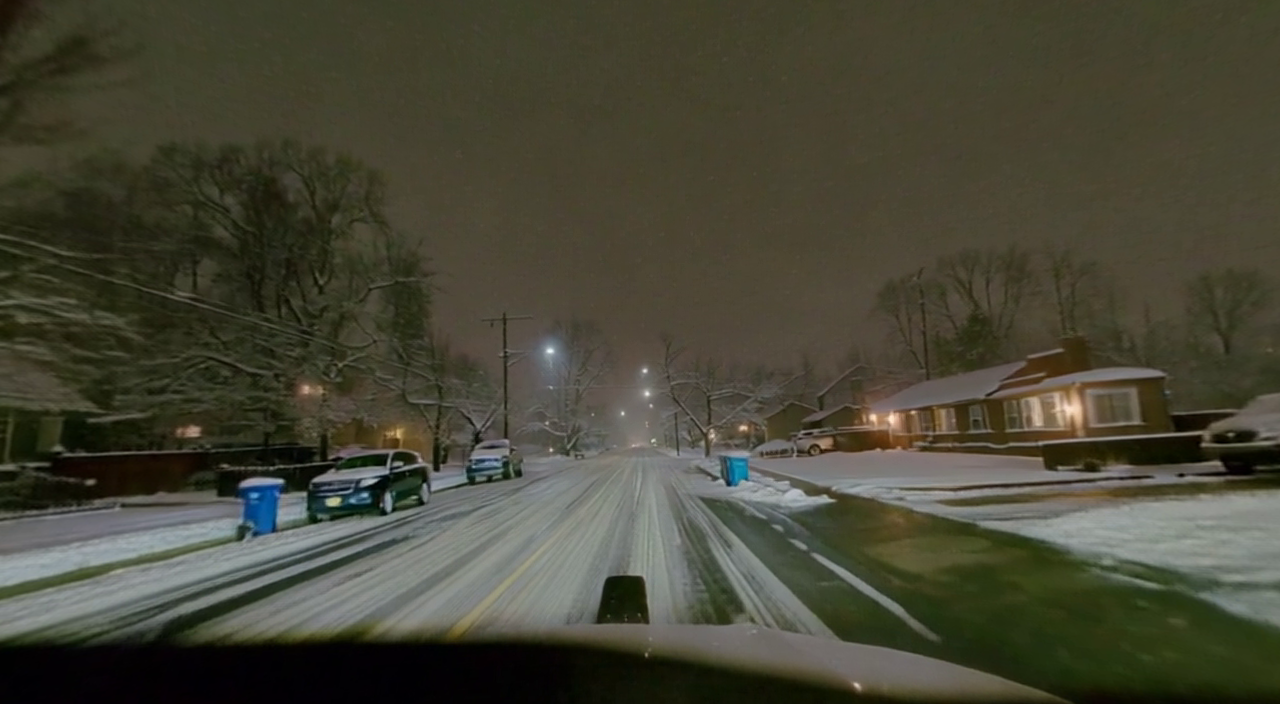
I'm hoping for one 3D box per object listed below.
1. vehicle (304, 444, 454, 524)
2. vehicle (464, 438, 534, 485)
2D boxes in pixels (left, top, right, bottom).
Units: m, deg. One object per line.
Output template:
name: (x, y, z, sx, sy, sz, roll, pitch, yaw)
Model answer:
vehicle: (-6.283, 3.157, 15.778, 1.945, 1.530, 4.430, -4, -8, -1)
vehicle: (-6.356, 4.952, 28.978, 2.169, 1.871, 4.762, -2, -8, -1)
